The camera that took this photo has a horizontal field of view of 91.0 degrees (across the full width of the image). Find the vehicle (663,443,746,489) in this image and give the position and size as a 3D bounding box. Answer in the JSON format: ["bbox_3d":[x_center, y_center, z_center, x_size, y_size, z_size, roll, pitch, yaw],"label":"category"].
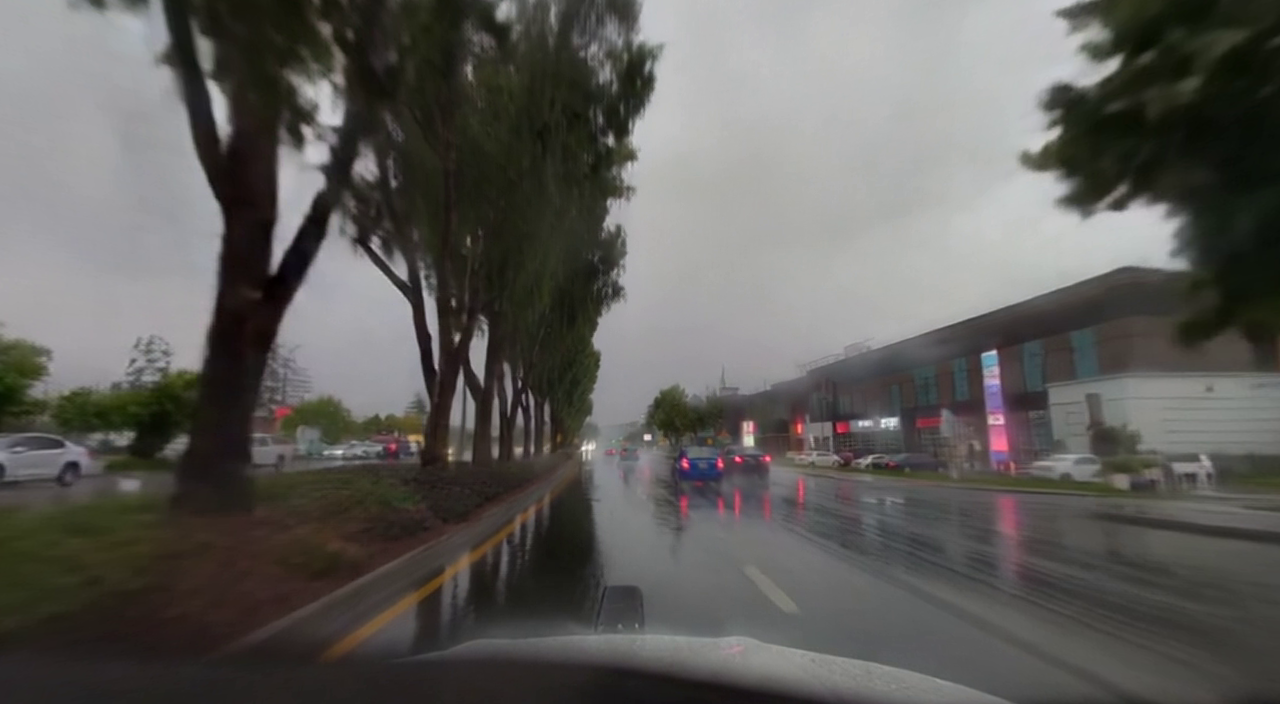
[{"bbox_3d":[2.142,3.971,22.279,2.256,1.451,4.313,1,-8,-4],"label":"vehicle"}]

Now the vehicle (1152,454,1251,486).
[{"bbox_3d":[33.862,7.078,37.974,4.858,1.806,2.124,3,-9,-17],"label":"vehicle"}]

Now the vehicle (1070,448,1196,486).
[{"bbox_3d":[21.481,5.009,27.476,4.424,1.531,2.008,3,-9,-16],"label":"vehicle"}]

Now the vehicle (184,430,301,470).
[{"bbox_3d":[-23.258,5.796,37.297,2.593,2.075,6.841,1,-9,-2],"label":"vehicle"}]

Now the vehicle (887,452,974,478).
[{"bbox_3d":[18.004,6.988,39.085,4.646,1.479,2.070,3,-9,-17],"label":"vehicle"}]
